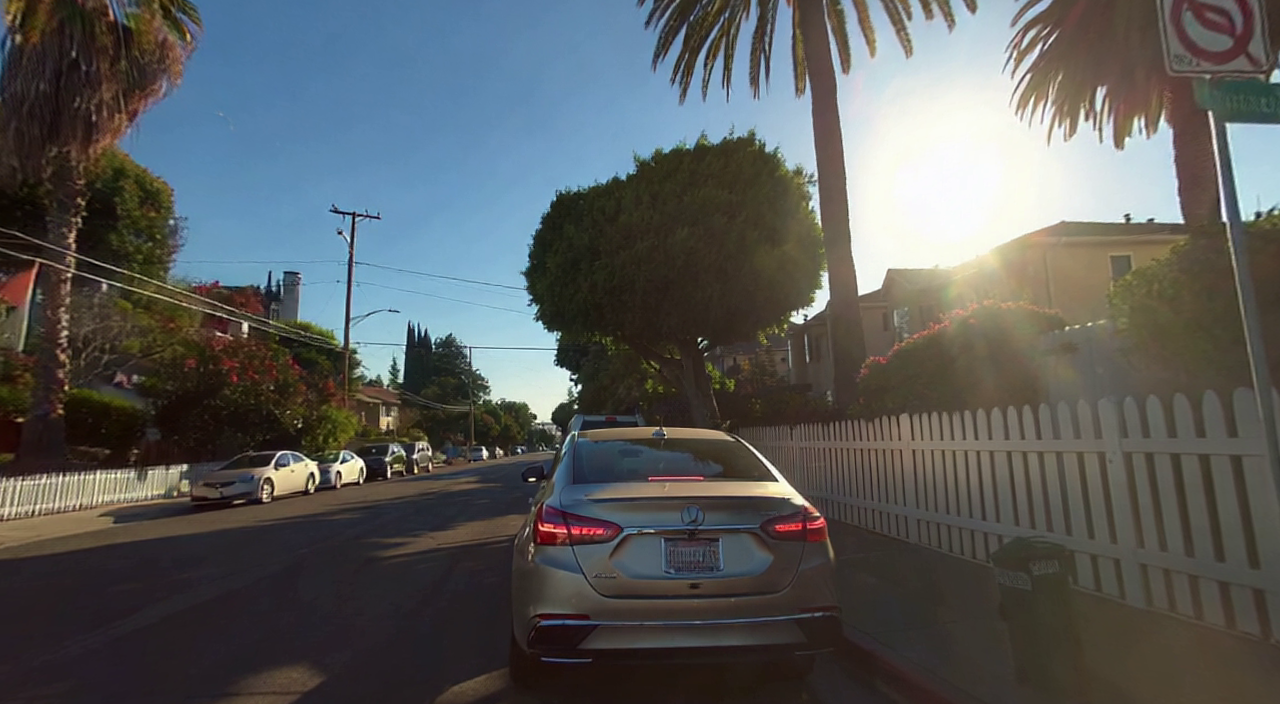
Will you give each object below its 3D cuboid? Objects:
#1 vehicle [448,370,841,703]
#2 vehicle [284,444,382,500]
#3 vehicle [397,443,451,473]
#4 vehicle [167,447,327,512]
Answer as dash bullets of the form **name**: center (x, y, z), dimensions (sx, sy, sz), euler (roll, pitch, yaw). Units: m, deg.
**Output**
- **vehicle**: center (-0.134, 1.219, 4.994), dimensions (1.894, 1.695, 3.795), euler (1, -8, -5)
- **vehicle**: center (-12.158, 4.715, 25.275), dimensions (2.048, 1.485, 4.757), euler (-4, -4, -7)
- **vehicle**: center (-13.169, 6.466, 38.694), dimensions (2.060, 1.689, 4.999), euler (1, -8, -7)
- **vehicle**: center (-11.394, 3.660, 18.789), dimensions (2.017, 1.627, 5.039), euler (1, -8, -7)
